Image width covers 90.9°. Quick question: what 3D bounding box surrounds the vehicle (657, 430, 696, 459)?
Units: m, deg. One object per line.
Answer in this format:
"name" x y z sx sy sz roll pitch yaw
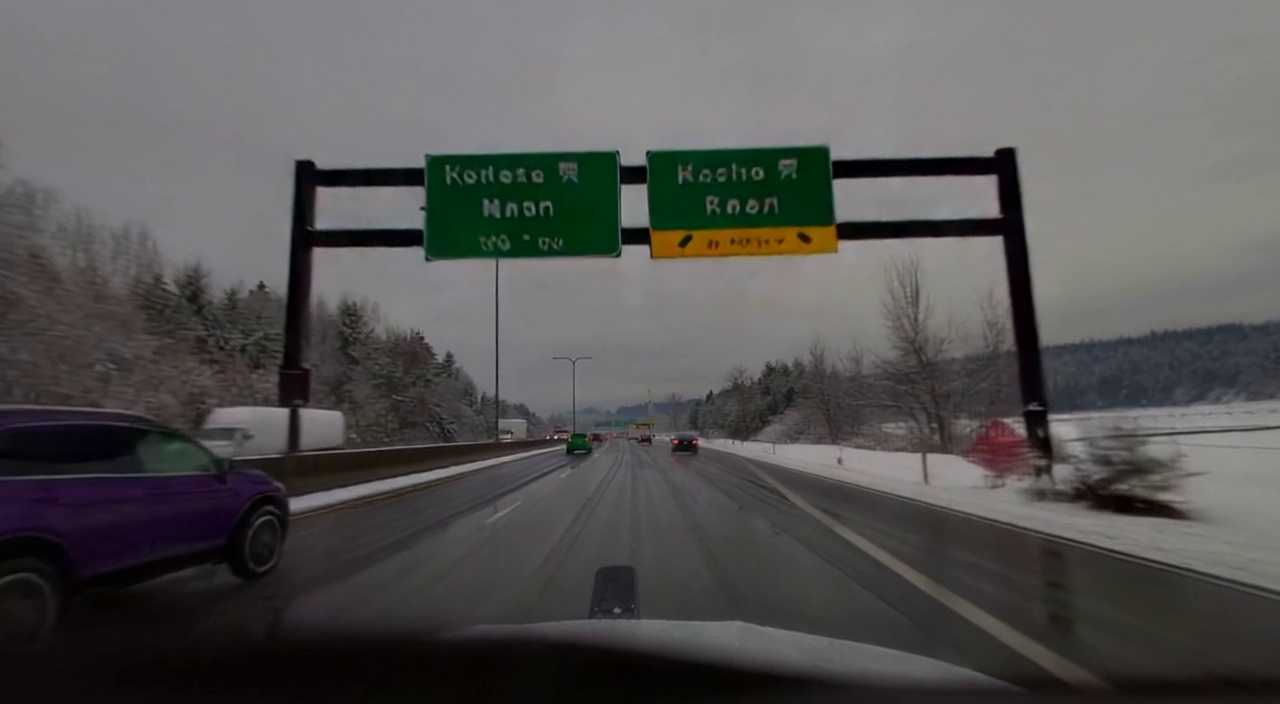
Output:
"vehicle" 2.060 5.373 36.721 2.139 1.561 4.060 0 -8 1

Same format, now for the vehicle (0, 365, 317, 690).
"vehicle" -4.296 1.037 4.254 2.002 1.645 4.329 0 -8 -2

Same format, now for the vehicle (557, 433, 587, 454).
"vehicle" -5.219 7.046 48.599 1.959 1.514 3.668 0 -8 -1
